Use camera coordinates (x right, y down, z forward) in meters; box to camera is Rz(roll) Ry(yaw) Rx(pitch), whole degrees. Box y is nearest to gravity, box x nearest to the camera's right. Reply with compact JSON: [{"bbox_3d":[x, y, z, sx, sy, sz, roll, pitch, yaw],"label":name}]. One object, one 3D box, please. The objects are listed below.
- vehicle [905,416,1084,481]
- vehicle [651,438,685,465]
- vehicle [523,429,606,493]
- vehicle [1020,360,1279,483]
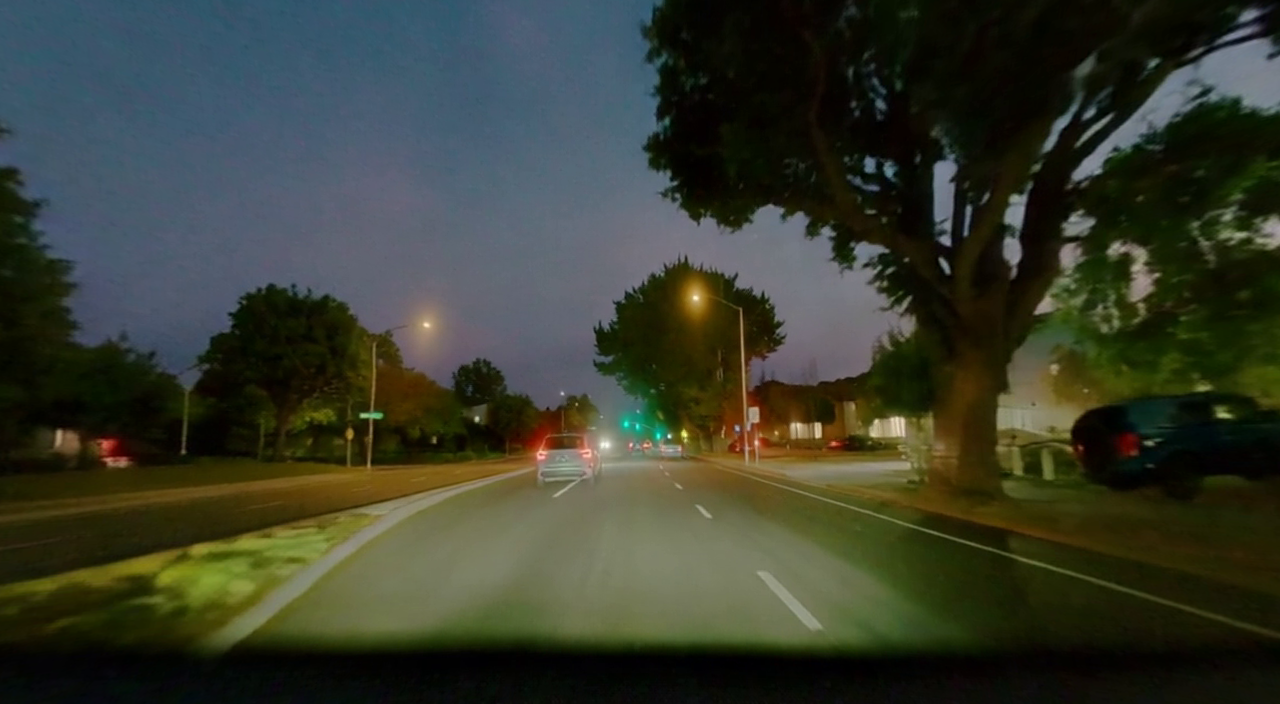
[{"bbox_3d":[11.336,3.104,20.447,4.560,1.842,2.048,-8,-12,43],"label":"vehicle"},{"bbox_3d":[1.767,6.510,41.469,2.003,1.614,4.072,0,-8,0],"label":"vehicle"},{"bbox_3d":[-2.253,3.329,19.654,2.205,1.706,4.904,1,-8,-5],"label":"vehicle"},{"bbox_3d":[11.745,1.476,12.948,2.483,2.209,6.171,8,-11,-43],"label":"vehicle"}]
